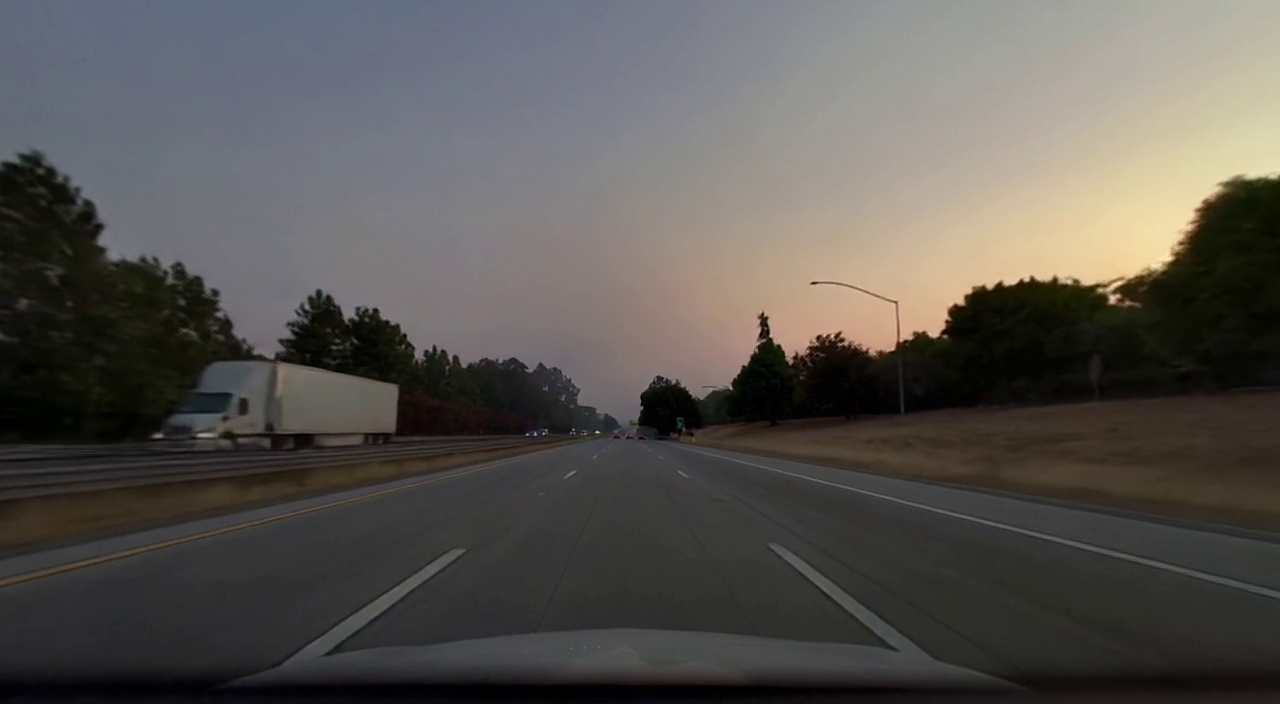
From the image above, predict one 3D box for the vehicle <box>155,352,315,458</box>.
[{"bbox_3d":[-16.668,2.340,26.454,2.945,3.994,5.608,0,-7,-2],"label":"vehicle"}]
